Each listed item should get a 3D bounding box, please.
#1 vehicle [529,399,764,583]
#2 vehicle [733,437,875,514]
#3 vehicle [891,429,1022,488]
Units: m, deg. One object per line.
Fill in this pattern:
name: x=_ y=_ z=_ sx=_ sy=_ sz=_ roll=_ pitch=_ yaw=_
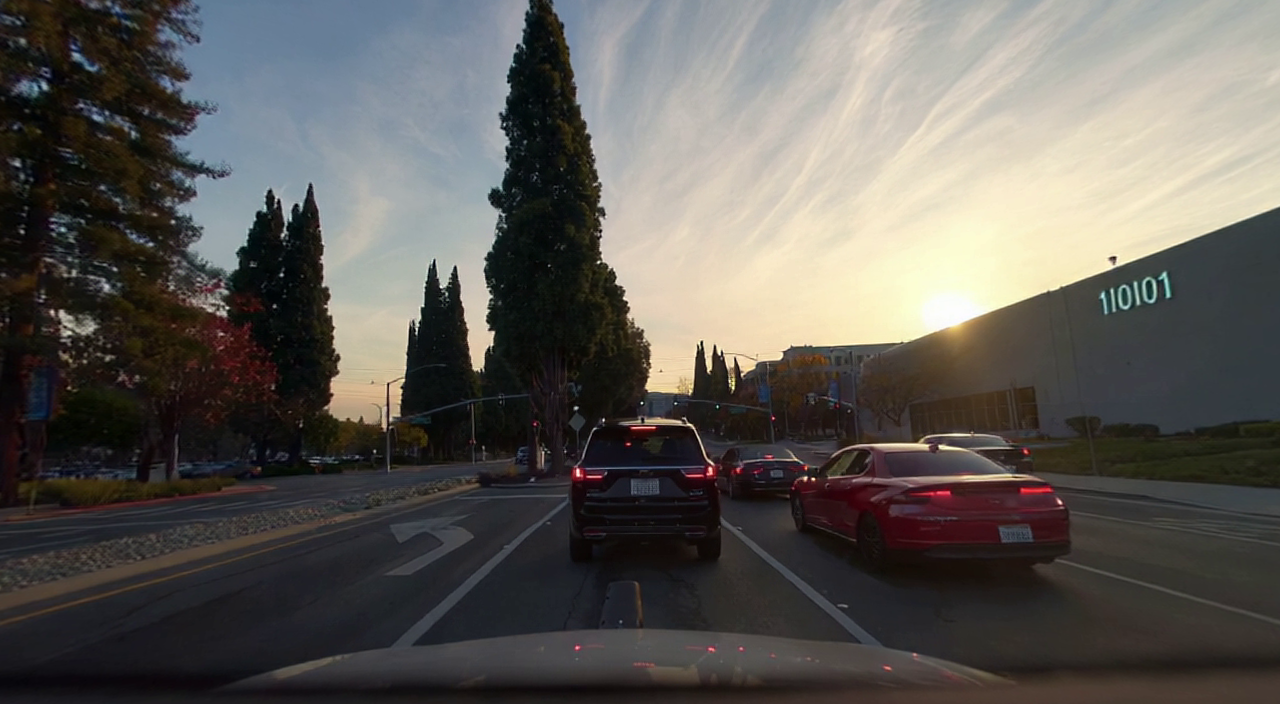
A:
vehicle: x=0.061 y=1.660 z=8.262 sx=2.266 sy=1.762 sz=4.131 roll=0 pitch=-9 yaw=0
vehicle: x=3.495 y=2.719 z=14.414 sx=1.997 sy=1.471 sz=4.321 roll=0 pitch=-9 yaw=-1
vehicle: x=10.862 y=3.698 z=22.133 sx=2.123 sy=1.812 sz=4.553 roll=0 pitch=-9 yaw=-1
